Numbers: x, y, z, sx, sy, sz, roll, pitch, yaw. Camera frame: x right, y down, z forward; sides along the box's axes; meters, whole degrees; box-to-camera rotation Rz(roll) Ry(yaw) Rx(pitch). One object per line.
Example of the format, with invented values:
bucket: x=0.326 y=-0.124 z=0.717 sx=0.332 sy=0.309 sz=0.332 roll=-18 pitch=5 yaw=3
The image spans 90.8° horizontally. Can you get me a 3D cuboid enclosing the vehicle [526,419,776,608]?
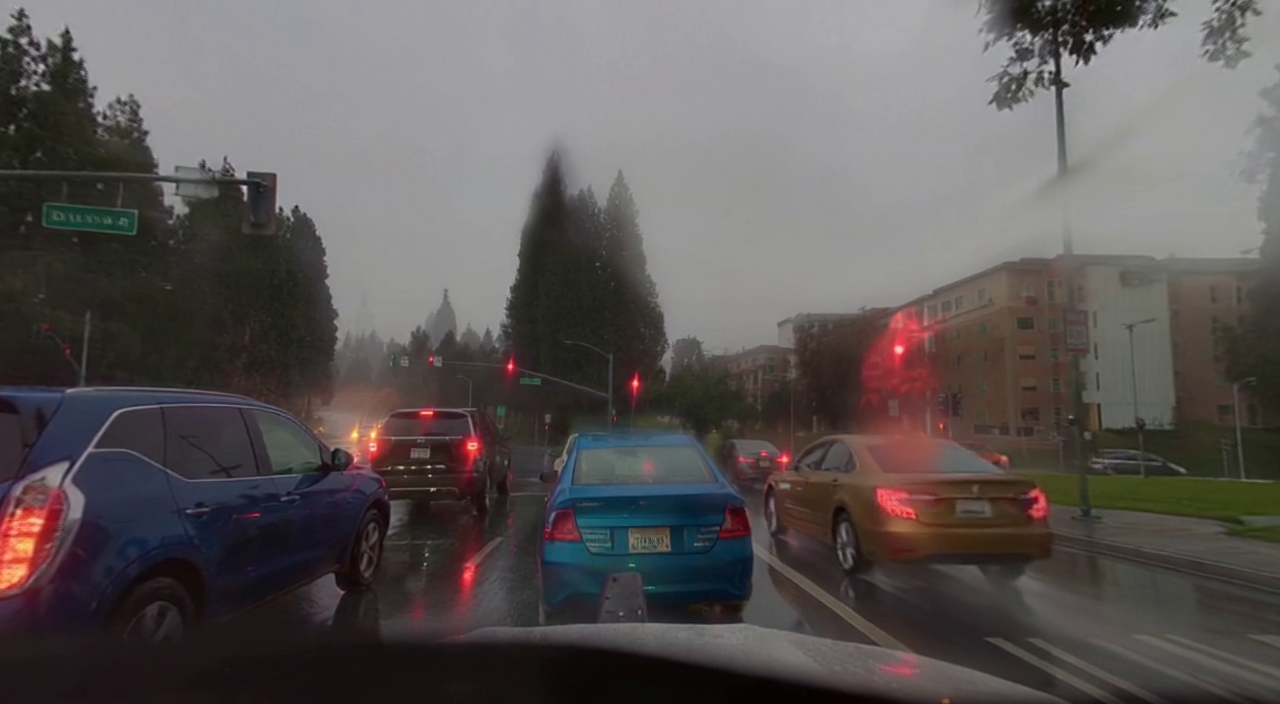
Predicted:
vehicle: x=-0.054 y=1.613 z=7.337 sx=2.001 sy=1.483 sz=4.442 roll=0 pitch=-8 yaw=-4

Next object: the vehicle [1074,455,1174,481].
vehicle: x=29.749 y=7.143 z=38.903 sx=4.609 sy=1.513 sz=1.861 roll=0 pitch=-8 yaw=-2

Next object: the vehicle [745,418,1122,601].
vehicle: x=2.928 y=1.687 z=7.820 sx=2.100 sy=1.524 sz=4.746 roll=0 pitch=-8 yaw=-4

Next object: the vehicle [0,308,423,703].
vehicle: x=-3.154 y=1.022 z=4.278 sx=1.924 sy=1.737 sz=4.387 roll=0 pitch=-8 yaw=-2

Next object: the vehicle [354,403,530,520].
vehicle: x=-3.887 y=2.289 z=13.718 sx=2.305 sy=1.984 sz=5.586 roll=0 pitch=-8 yaw=-3
